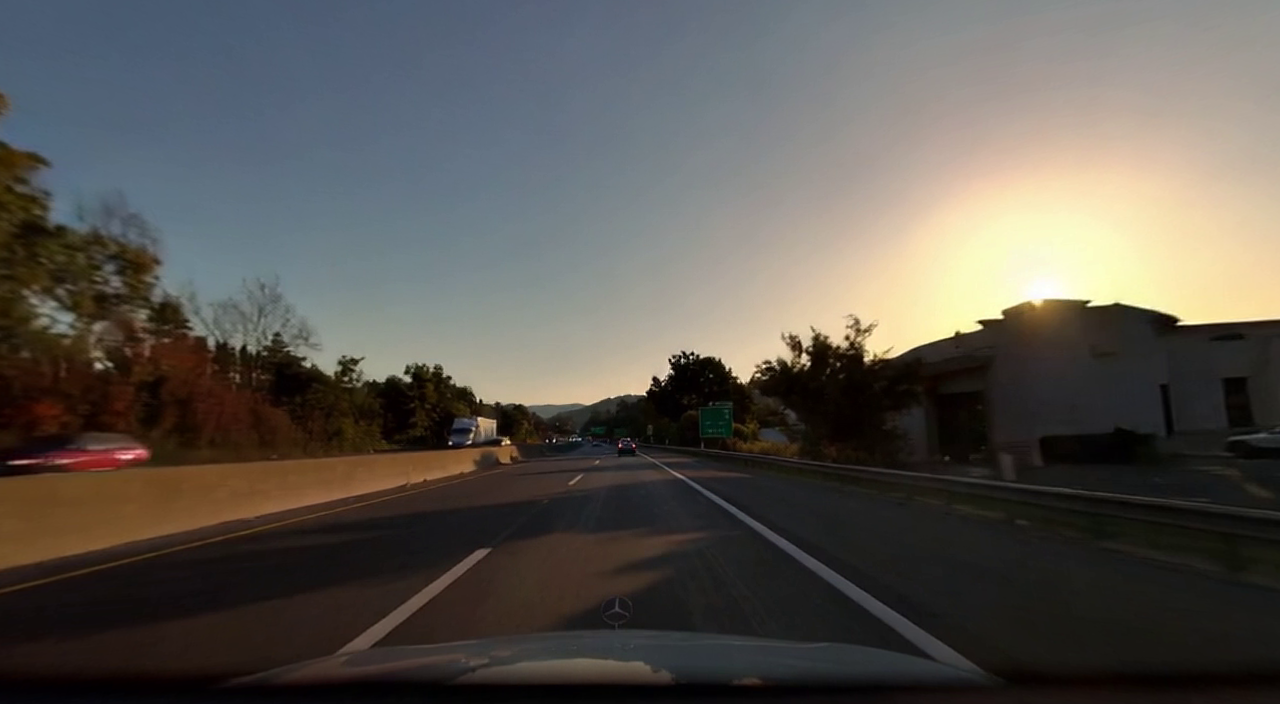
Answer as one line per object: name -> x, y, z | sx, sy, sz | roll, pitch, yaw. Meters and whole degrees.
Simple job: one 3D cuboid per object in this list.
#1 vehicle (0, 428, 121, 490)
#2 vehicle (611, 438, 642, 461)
vehicle -> -16.268, 2.777, 16.488 | 1.913, 1.476, 4.020 | 0, -8, -1
vehicle -> -0.991, 6.846, 44.261 | 2.099, 1.504, 3.843 | 0, -8, -2
